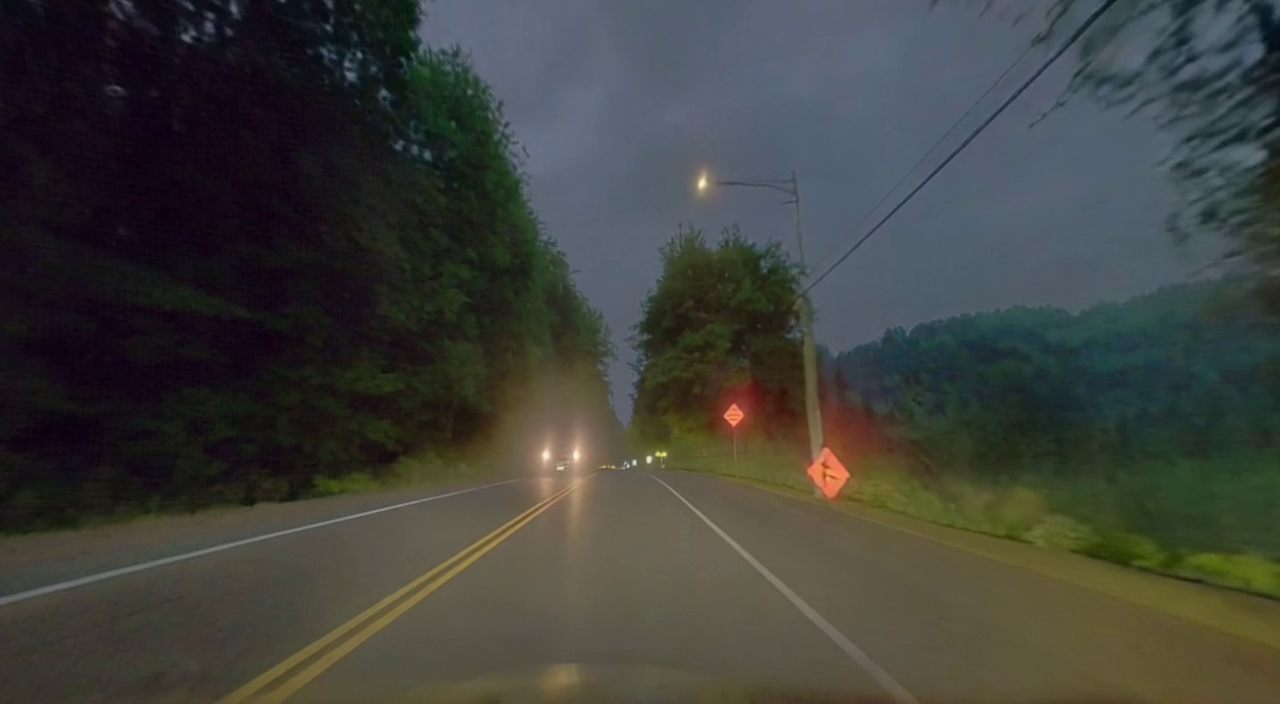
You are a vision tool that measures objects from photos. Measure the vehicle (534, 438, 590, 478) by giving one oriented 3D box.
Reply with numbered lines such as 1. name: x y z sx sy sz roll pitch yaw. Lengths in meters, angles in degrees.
1. vehicle: -4.593 6.376 38.263 2.638 2.200 5.867 0 -8 0
